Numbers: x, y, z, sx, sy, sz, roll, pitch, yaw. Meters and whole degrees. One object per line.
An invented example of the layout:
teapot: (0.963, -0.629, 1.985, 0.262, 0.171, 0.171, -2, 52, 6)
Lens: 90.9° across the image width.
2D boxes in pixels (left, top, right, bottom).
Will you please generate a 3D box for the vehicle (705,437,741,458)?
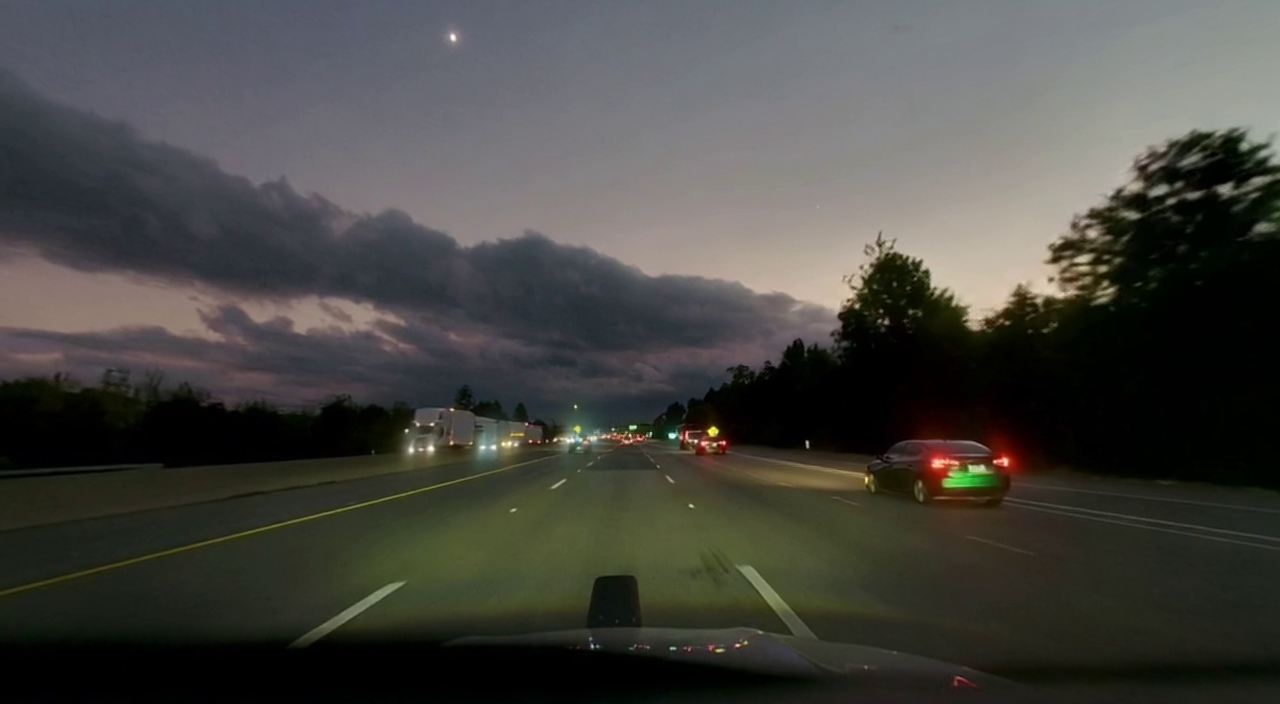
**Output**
vehicle: (5.763, 6.658, 44.196, 1.920, 1.436, 3.890, 0, -8, -2)

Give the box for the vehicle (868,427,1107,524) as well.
vehicle: (6.195, 2.212, 11.983, 2.028, 1.488, 4.236, 0, -8, -2)
